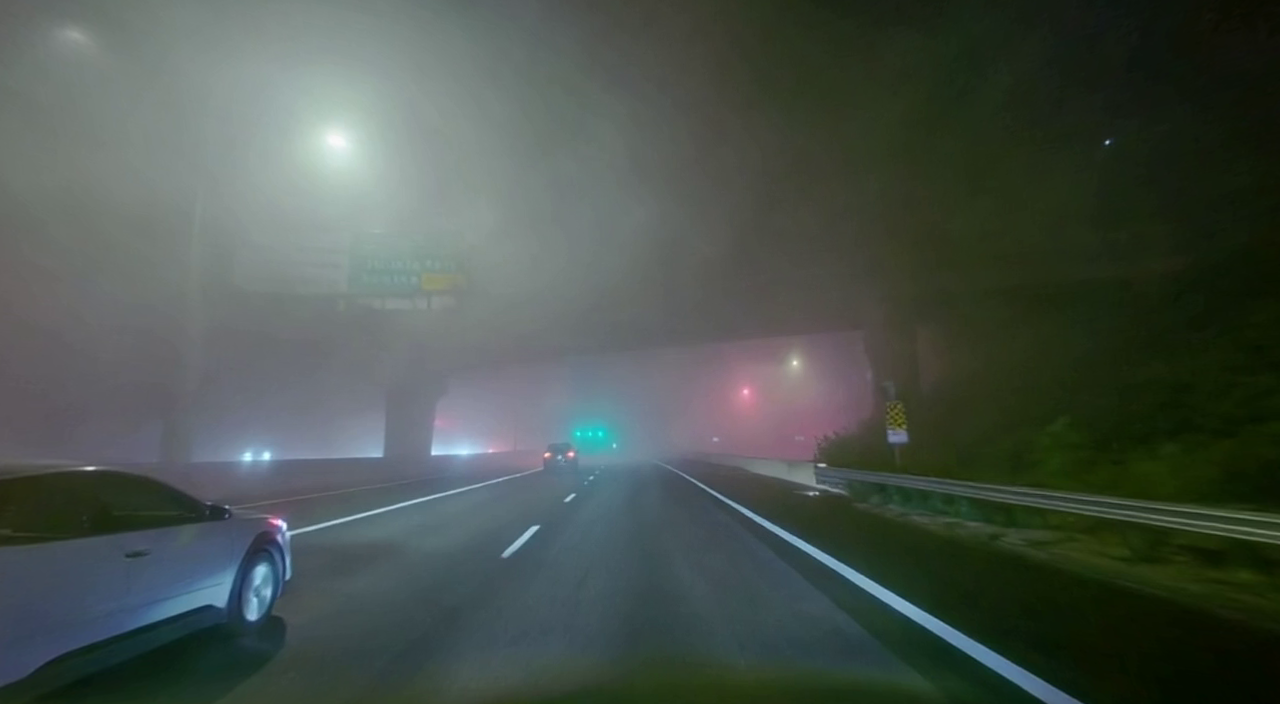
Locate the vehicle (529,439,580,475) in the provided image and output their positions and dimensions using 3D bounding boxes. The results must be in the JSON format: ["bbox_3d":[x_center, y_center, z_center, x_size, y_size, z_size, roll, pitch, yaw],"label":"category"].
[{"bbox_3d":[-4.085,5.093,30.863,1.971,1.643,4.009,0,-8,-1],"label":"vehicle"}]
